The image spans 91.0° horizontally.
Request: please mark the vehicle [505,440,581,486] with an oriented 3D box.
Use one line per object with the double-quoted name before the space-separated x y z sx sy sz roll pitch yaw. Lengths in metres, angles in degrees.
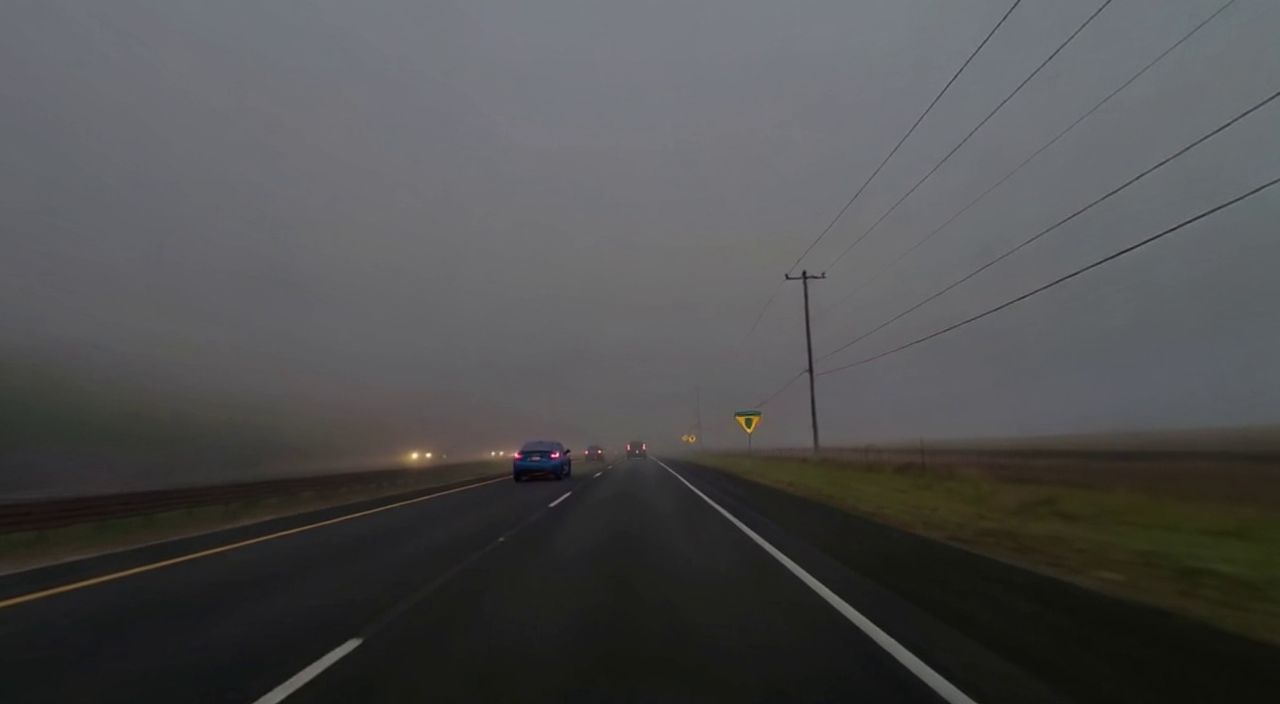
"vehicle" -3.668 4.307 24.786 2.120 1.597 4.810 0 -9 1
